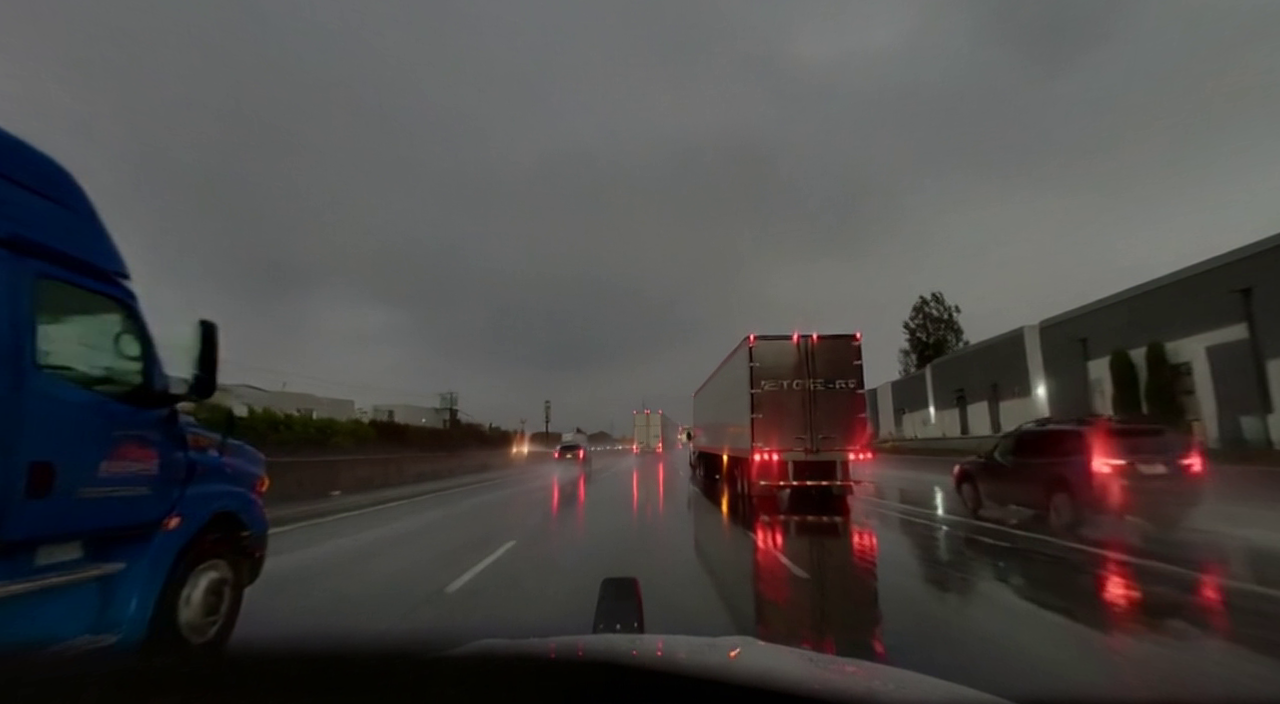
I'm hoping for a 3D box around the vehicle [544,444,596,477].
[{"bbox_3d":[-3.344,5.292,31.115,2.024,1.472,4.014,-1,-8,1],"label":"vehicle"}]

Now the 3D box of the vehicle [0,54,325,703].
[{"bbox_3d":[-3.717,0.159,1.403,2.557,2.855,6.674,0,-9,0],"label":"vehicle"}]

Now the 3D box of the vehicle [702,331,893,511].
[{"bbox_3d":[4.119,2.483,20.711,2.951,3.974,13.340,0,-8,1],"label":"vehicle"}]

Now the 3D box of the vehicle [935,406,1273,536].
[{"bbox_3d":[8.244,2.191,12.322,2.216,1.918,5.742,0,-9,0],"label":"vehicle"}]
